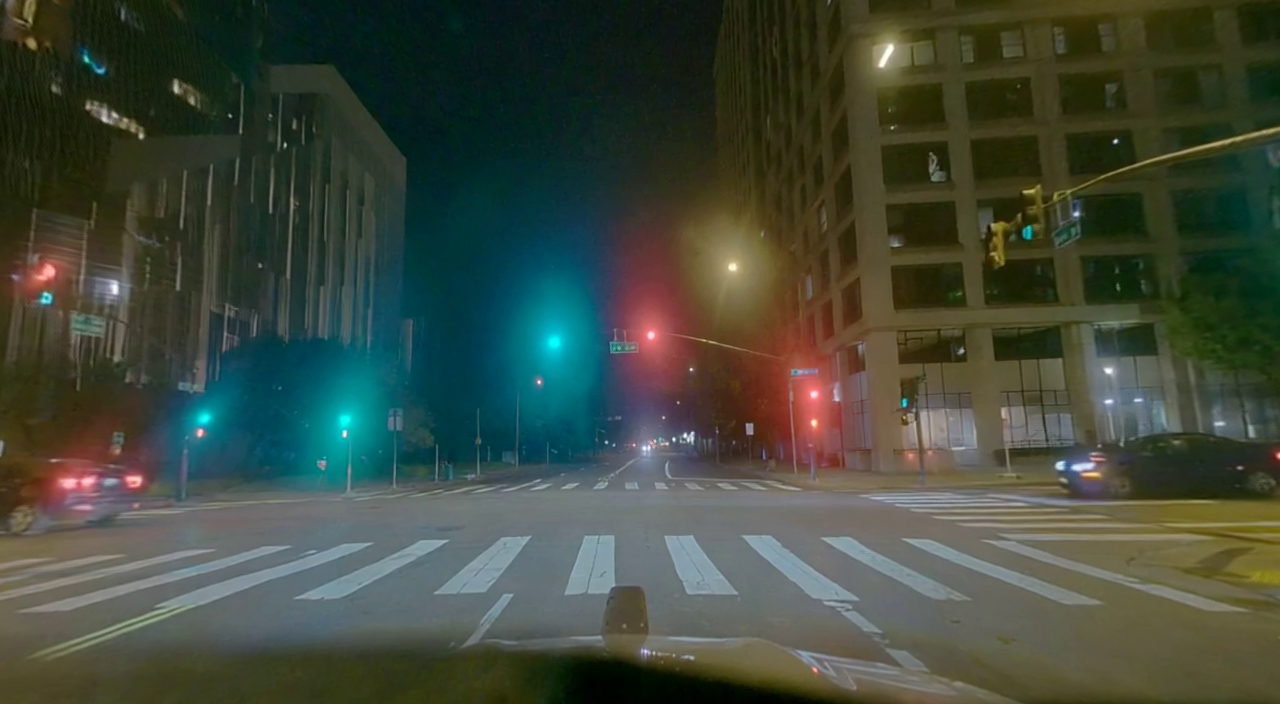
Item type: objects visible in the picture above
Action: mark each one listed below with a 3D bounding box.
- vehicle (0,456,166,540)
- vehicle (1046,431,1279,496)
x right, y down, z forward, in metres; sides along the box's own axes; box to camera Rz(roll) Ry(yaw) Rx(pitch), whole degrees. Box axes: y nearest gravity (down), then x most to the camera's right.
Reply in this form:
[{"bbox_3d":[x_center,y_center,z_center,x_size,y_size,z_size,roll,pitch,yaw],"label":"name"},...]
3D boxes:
[{"bbox_3d":[-13.016,2.956,13.047,4.808,1.524,1.967,0,-8,1],"label":"vehicle"},{"bbox_3d":[13.239,2.745,15.727,4.847,1.484,1.926,0,-8,0],"label":"vehicle"}]
